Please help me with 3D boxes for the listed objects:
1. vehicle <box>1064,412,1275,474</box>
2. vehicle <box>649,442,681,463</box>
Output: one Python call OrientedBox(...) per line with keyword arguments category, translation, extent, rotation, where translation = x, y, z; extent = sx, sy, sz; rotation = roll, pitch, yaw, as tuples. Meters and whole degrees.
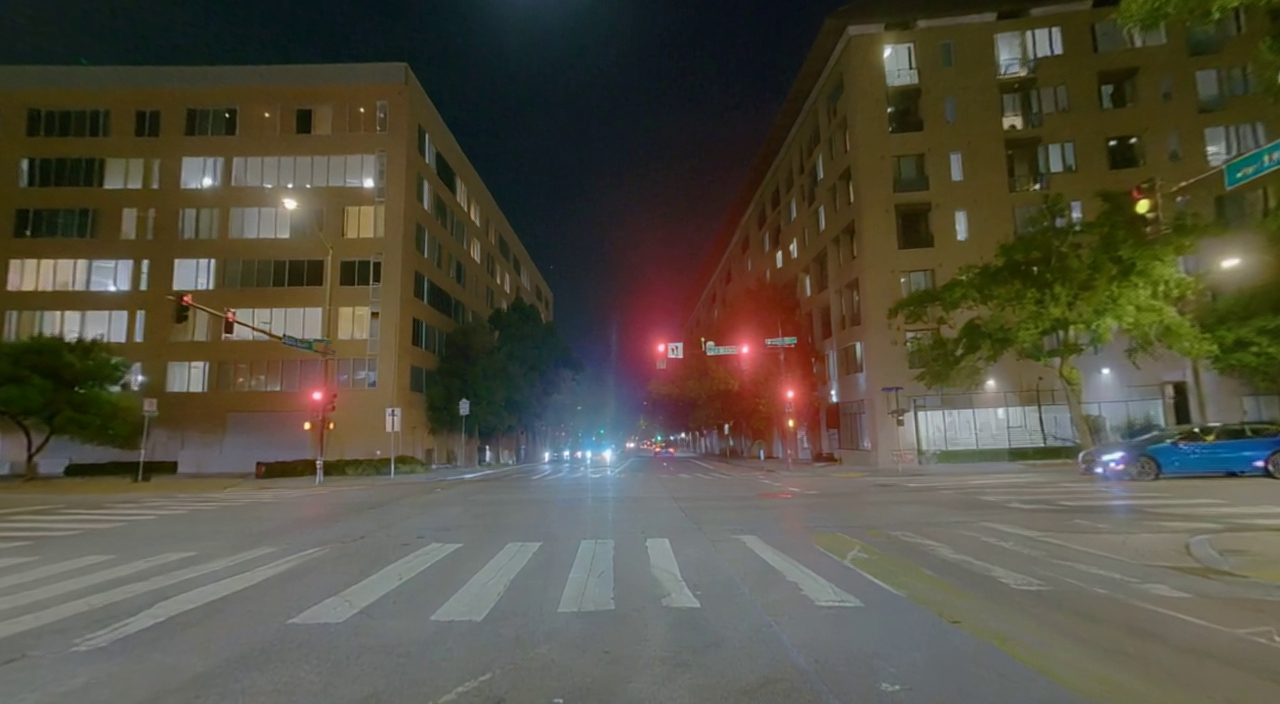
OrientedBox(category="vehicle", translation=(16.921, 2.943, 20.400), extent=(4.802, 1.860, 2.146), rotation=(0, -8, 0))
OrientedBox(category="vehicle", translation=(1.814, 7.583, 47.830), extent=(2.039, 1.470, 4.355), rotation=(0, -8, -3))
